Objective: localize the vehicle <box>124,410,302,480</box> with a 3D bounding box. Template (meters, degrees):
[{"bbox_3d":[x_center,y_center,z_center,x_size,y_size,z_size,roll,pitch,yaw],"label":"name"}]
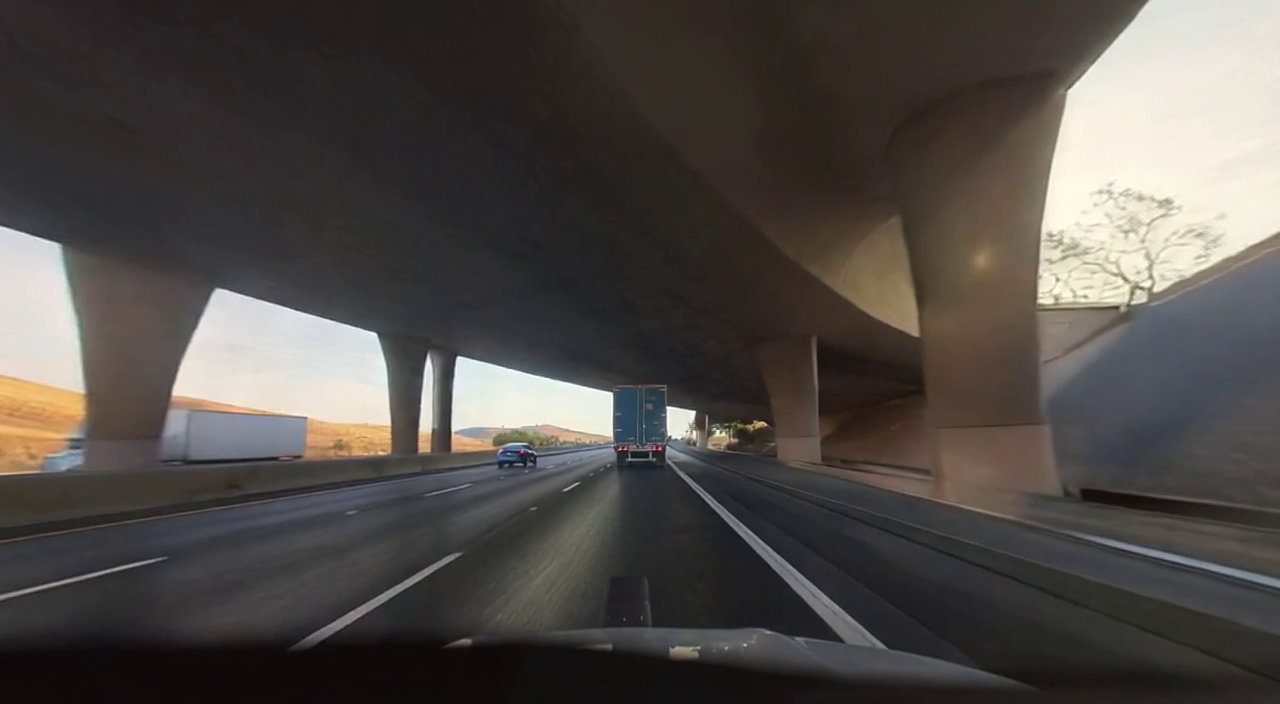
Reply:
[{"bbox_3d":[-25.941,5.834,39.472,2.971,3.747,10.999,-1,-9,3],"label":"vehicle"}]

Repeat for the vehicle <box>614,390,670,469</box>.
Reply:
[{"bbox_3d":[0.103,4.816,38.082,2.866,4.014,11.261,0,-8,0],"label":"vehicle"}]

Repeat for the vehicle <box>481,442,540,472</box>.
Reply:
[{"bbox_3d":[-6.860,5.609,33.933,2.078,1.496,4.563,0,-8,1],"label":"vehicle"}]
